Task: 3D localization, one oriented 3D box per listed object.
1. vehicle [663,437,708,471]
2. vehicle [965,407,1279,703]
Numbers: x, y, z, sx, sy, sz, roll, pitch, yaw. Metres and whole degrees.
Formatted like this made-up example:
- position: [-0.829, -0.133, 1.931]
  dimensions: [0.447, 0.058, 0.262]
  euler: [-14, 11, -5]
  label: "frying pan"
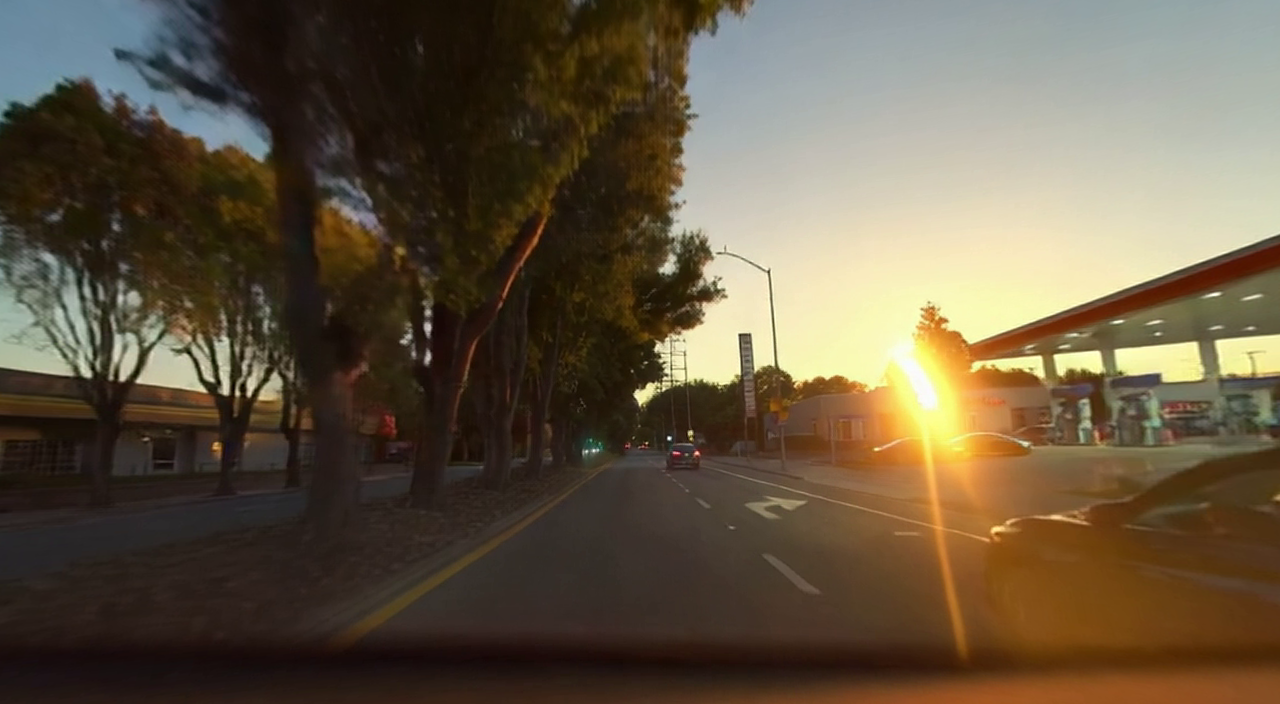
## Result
- position: [2.568, 5.972, 37.103]
  dimensions: [2.115, 1.840, 4.777]
  euler: [0, -9, -2]
  label: "vehicle"
- position: [3.554, 0.980, 2.641]
  dimensions: [2.061, 1.475, 4.296]
  euler: [0, -9, 0]
  label: "vehicle"
